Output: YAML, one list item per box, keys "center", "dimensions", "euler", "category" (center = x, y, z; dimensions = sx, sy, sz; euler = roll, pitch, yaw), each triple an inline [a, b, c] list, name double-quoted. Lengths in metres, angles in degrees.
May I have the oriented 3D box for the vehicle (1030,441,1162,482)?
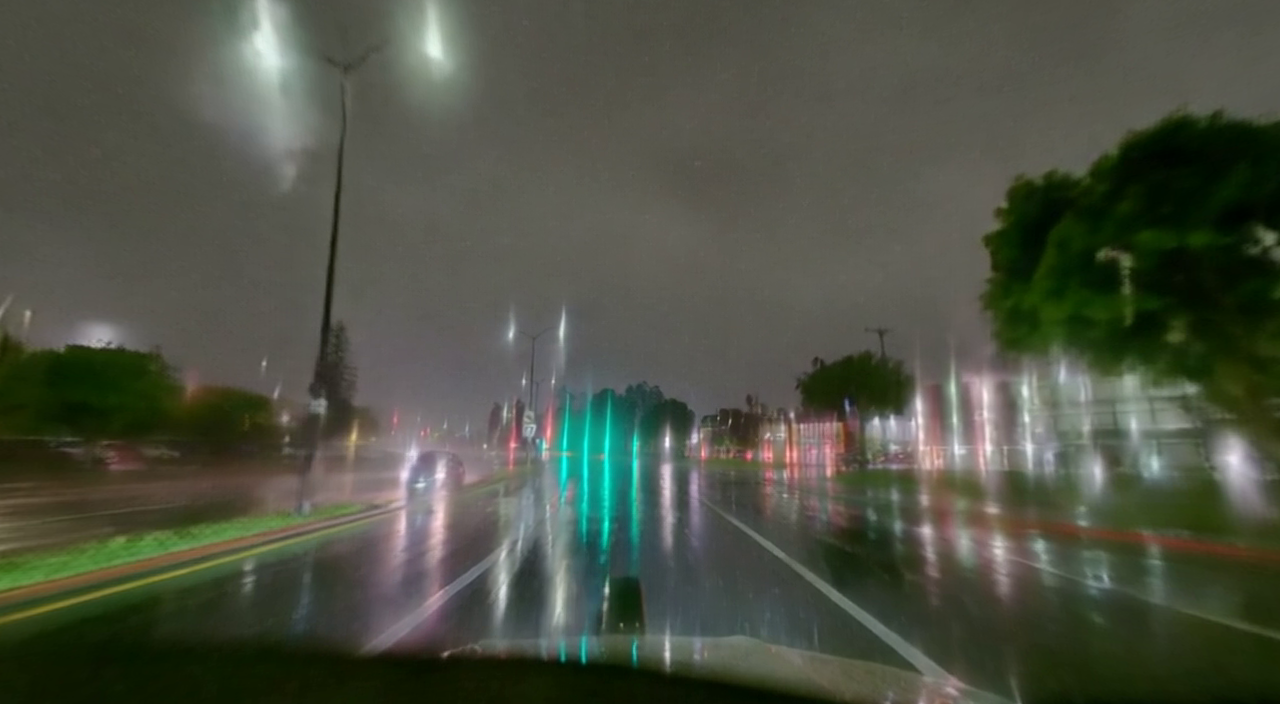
- center: [31.771, 7.608, 44.412]
  dimensions: [2.649, 2.623, 6.928]
  euler: [6, -10, -26]
  category: "vehicle"

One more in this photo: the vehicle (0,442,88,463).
- center: [-38.627, 6.484, 40.695]
  dimensions: [4.162, 1.246, 1.739]
  euler: [3, -9, -23]
  category: "vehicle"
